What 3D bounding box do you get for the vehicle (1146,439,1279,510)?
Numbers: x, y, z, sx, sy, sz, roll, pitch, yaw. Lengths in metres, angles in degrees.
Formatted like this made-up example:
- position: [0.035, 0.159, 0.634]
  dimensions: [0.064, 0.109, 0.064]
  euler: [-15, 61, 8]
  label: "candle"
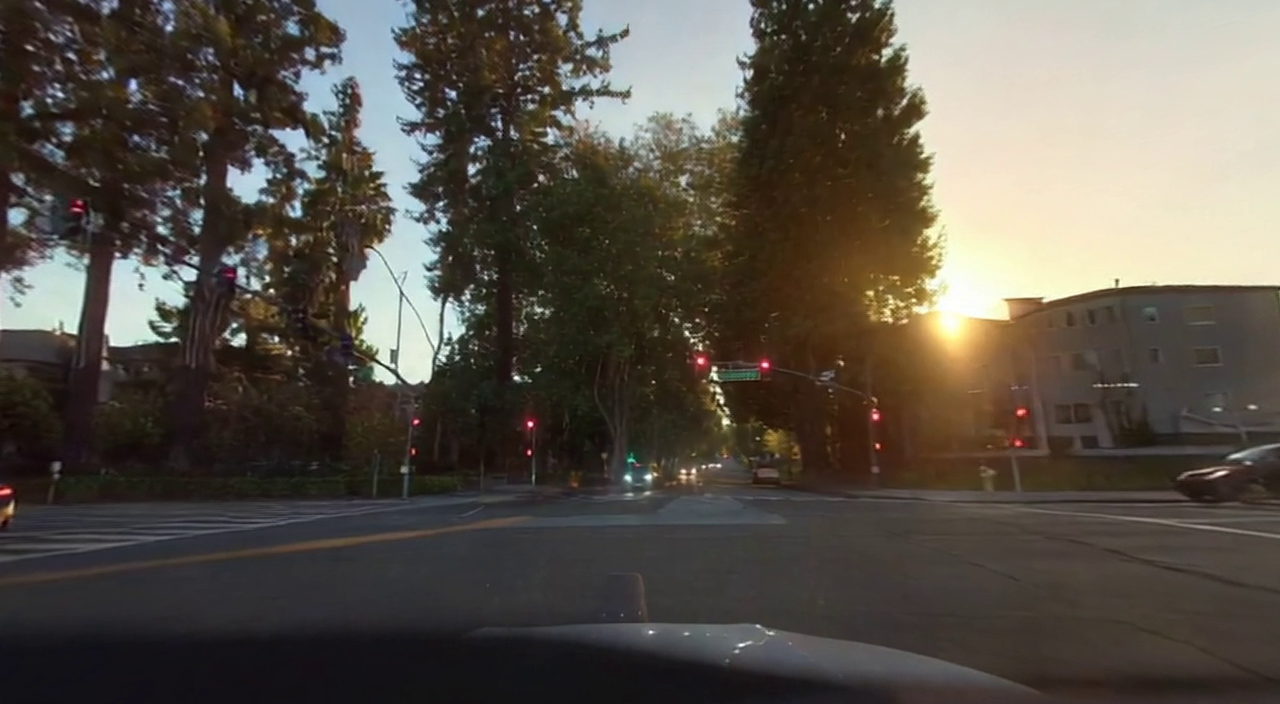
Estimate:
- position: [18.687, 3.537, 18.573]
  dimensions: [5.220, 1.897, 2.596]
  euler: [-1, -8, 7]
  label: "vehicle"
